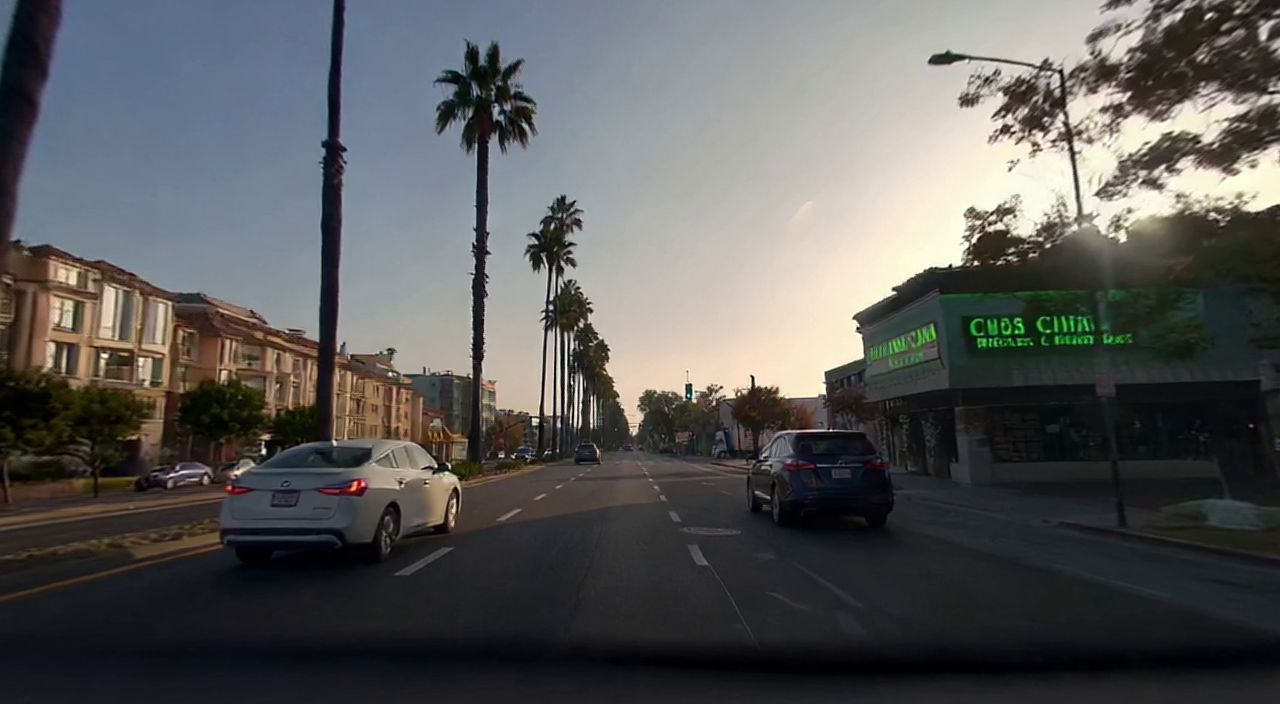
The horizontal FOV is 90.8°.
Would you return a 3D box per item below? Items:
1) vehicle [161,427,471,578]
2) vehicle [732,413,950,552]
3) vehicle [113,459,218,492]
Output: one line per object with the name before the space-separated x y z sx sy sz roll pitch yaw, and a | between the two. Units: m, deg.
vehicle | -3.810 1.824 8.428 2.034 1.498 3.995 0 -9 -1
vehicle | 2.831 1.956 10.099 1.982 1.711 4.276 0 -9 -1
vehicle | -23.570 6.115 31.630 1.876 1.459 4.411 0 -9 0
